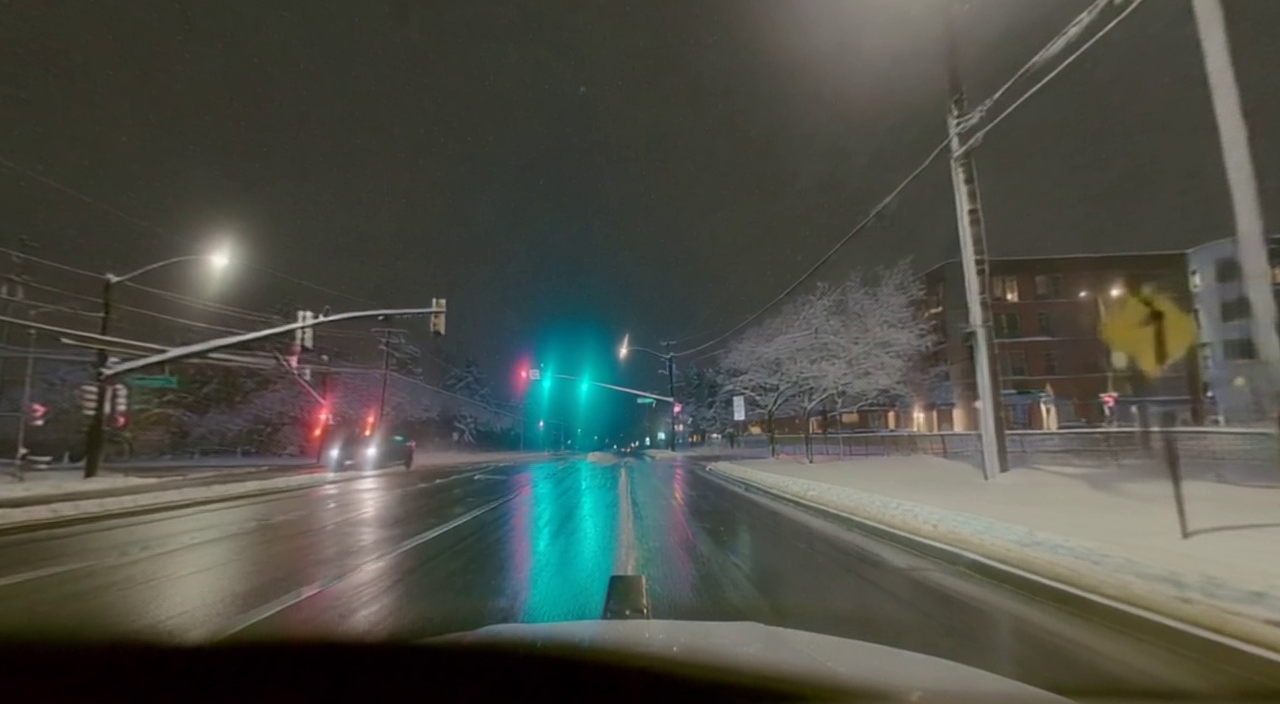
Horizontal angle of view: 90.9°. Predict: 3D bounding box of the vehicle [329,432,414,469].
[{"bbox_3d":[-15.084,5.590,35.823,2.437,1.910,5.780,0,-9,-2],"label":"vehicle"}]
